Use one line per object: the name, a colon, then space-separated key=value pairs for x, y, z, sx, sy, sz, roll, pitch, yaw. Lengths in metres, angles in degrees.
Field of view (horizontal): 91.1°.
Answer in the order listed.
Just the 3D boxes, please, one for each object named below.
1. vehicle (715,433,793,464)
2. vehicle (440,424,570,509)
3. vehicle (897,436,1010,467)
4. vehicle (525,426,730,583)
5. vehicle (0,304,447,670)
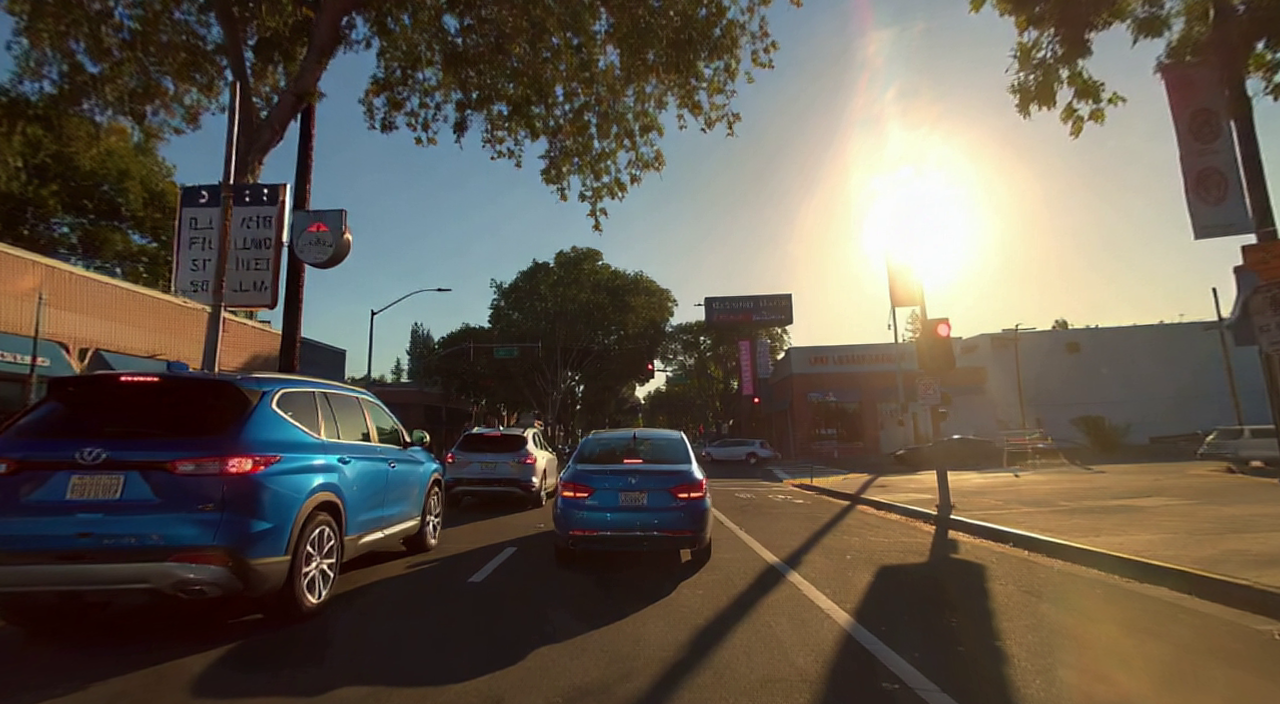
vehicle: x=6.859 y=5.807 z=37.769 sx=4.116 sy=1.719 sz=2.069 roll=-5 pitch=-10 yaw=28
vehicle: x=-2.917 y=2.595 z=14.599 sx=2.047 sy=1.664 sz=4.148 roll=0 pitch=-8 yaw=1
vehicle: x=16.031 y=5.123 z=32.341 sx=4.809 sy=1.476 sz=1.845 roll=-2 pitch=-9 yaw=10
vehicle: x=-0.154 y=1.776 z=8.171 sx=1.966 sy=1.481 sz=4.146 roll=0 pitch=-8 yaw=-1
vehicle: x=-3.809 y=1.129 z=6.220 sx=2.152 sy=2.118 sz=5.066 roll=0 pitch=-8 yaw=0
